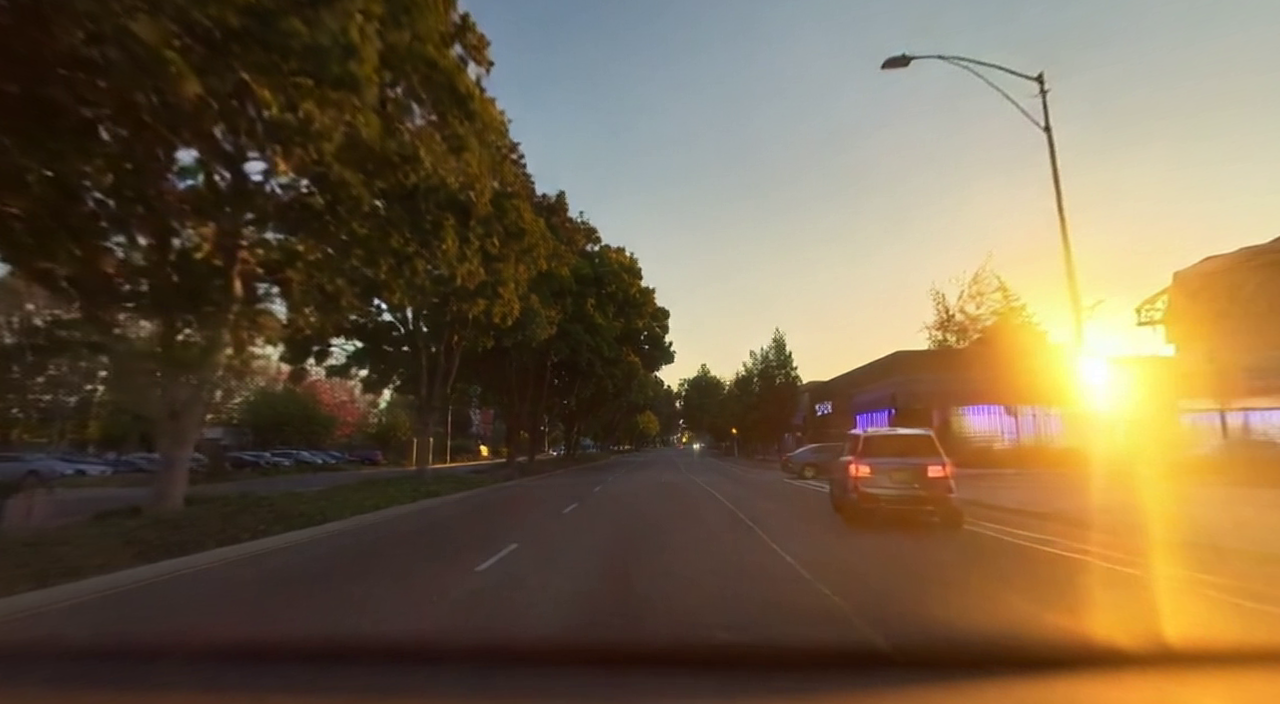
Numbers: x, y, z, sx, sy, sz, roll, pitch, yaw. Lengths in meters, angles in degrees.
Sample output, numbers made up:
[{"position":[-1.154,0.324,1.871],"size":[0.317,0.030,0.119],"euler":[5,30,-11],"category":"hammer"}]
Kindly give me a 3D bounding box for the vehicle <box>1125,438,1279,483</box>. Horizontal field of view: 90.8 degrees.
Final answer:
[{"position":[19.907,3.709,21.710],"size":[4.698,1.465,1.914],"euler":[-1,-9,6],"category":"vehicle"}]

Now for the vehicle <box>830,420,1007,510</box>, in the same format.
[{"position":[7.560,2.935,16.886],"size":[5.157,1.991,2.477],"euler":[8,-12,-44],"category":"vehicle"}]
